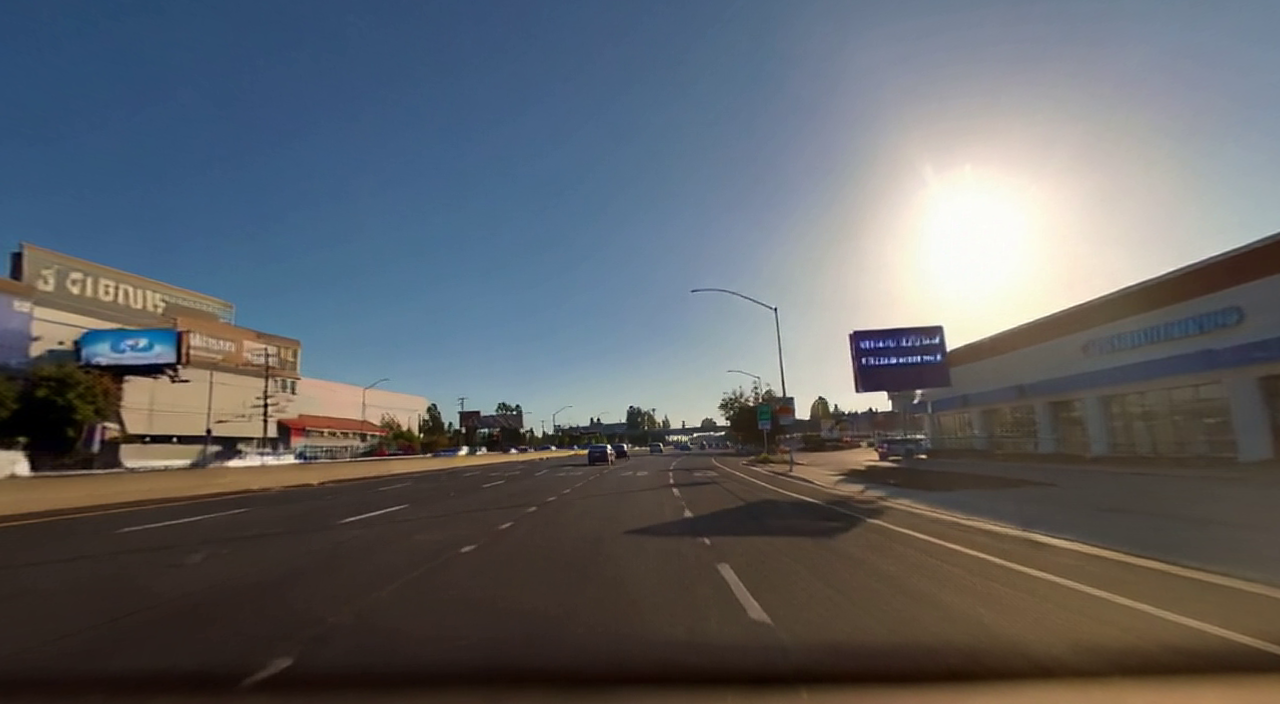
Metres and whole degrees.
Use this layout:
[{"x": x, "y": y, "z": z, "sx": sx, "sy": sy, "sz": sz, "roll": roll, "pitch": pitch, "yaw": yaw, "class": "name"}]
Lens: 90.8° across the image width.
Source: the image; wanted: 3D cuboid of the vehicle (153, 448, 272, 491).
[{"x": -18.507, "y": 5.060, "z": 27.641, "sx": 1.958, "sy": 1.678, "sz": 4.390, "roll": 0, "pitch": -9, "yaw": 2, "class": "vehicle"}]

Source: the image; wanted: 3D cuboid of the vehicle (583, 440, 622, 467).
[{"x": -2.543, "y": 7.006, "z": 43.647, "sx": 2.139, "sy": 1.782, "sz": 4.079, "roll": -1, "pitch": -9, "yaw": 4, "class": "vehicle"}]
